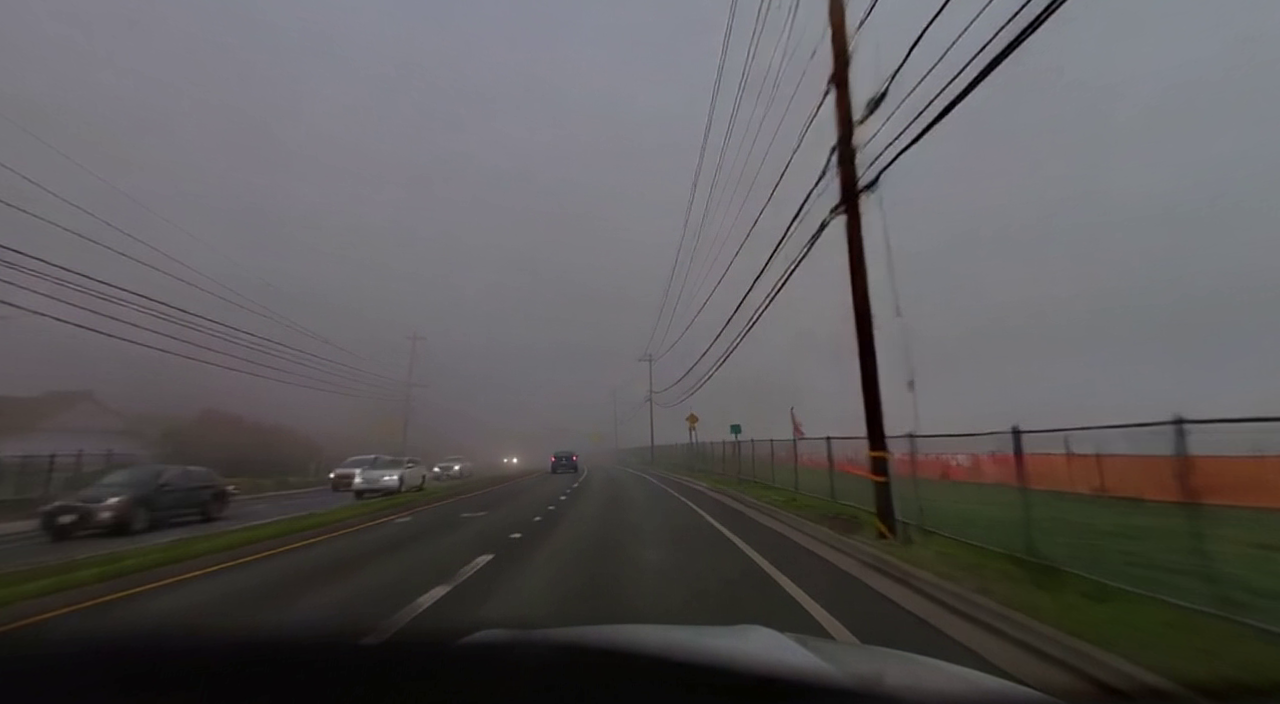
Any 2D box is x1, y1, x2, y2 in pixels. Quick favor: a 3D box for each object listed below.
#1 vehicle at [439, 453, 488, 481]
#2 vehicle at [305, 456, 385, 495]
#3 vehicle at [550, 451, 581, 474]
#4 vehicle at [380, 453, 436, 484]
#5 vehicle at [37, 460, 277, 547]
[{"bbox_3d":[-11.521,7.534,41.436,2.043,1.654,4.642,1,-9,-3],"label":"vehicle"},{"bbox_3d":[-15.100,6.308,32.561,2.017,1.778,4.791,1,-9,-3],"label":"vehicle"},{"bbox_3d":[-5.193,7.728,44.259,1.992,1.515,4.289,1,-9,-5],"label":"vehicle"},{"bbox_3d":[-15.591,7.846,42.628,2.165,1.907,5.062,1,-9,-4],"label":"vehicle"},{"bbox_3d":[-10.323,3.210,14.035,1.911,1.508,4.448,1,-9,-2],"label":"vehicle"}]
